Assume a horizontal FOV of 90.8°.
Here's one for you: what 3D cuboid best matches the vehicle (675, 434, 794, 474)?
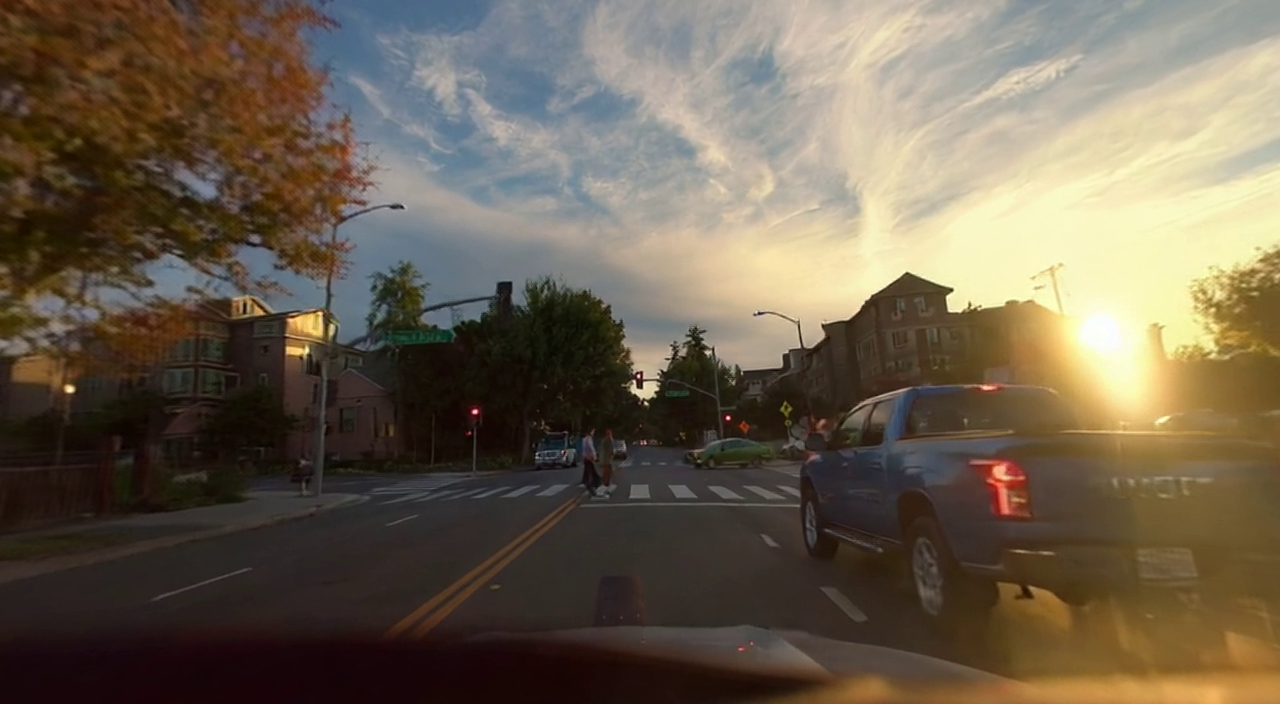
[{"bbox_3d":[4.056,4.442,27.717,4.771,1.630,1.979,1,-9,-5],"label":"vehicle"}]

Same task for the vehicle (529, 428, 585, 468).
[{"bbox_3d":[-5.721,6.789,44.764,2.896,2.560,7.322,0,-8,0],"label":"vehicle"}]

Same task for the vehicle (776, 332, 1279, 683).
[{"bbox_3d":[3.100,1.278,6.436,2.177,2.015,5.463,0,-8,0],"label":"vehicle"}]
